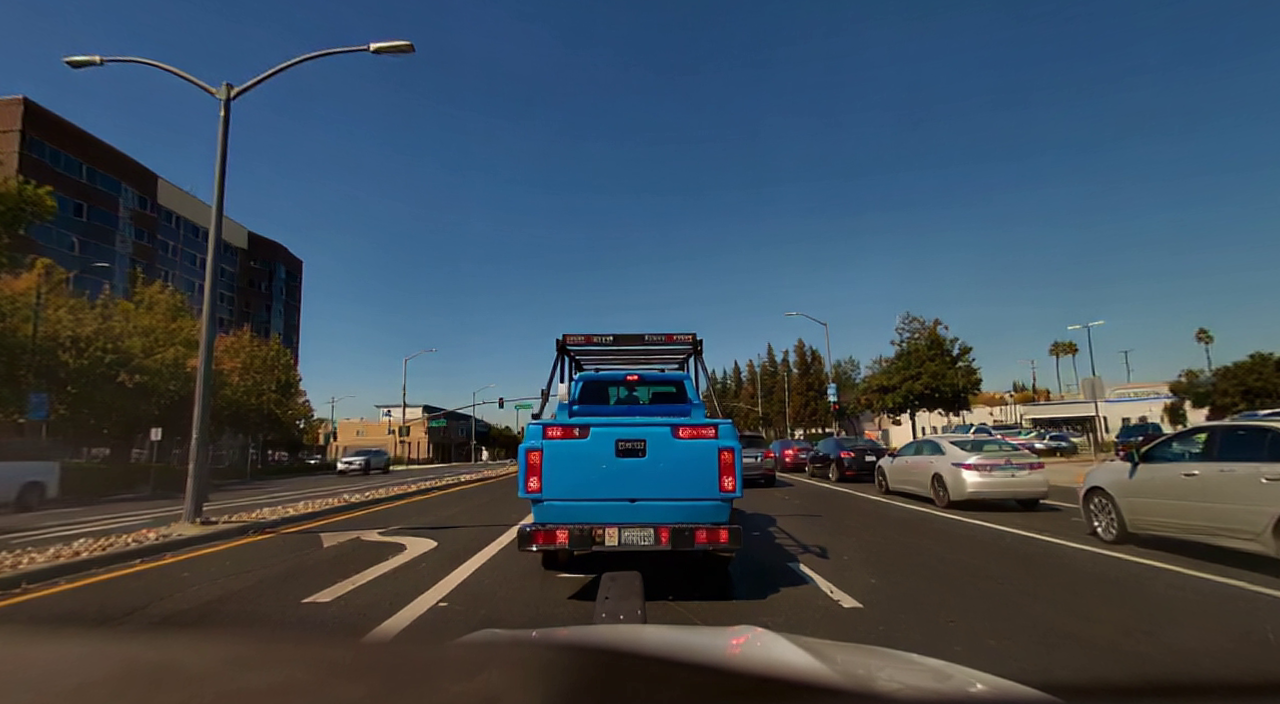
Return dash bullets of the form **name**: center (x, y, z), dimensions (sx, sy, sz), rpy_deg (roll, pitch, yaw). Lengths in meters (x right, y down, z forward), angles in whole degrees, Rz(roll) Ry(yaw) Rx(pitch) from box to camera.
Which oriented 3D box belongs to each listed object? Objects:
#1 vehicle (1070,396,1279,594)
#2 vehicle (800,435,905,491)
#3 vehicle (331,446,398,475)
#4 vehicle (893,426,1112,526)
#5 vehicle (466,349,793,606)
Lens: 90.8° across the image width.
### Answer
- **vehicle**: center (6.815, 1.361, 6.158), dimensions (2.023, 1.771, 4.488), rpy_deg (0, -9, 0)
- **vehicle**: center (7.065, 3.734, 21.585), dimensions (1.953, 1.665, 4.327), rpy_deg (0, -9, -2)
- **vehicle**: center (-19.540, 7.691, 45.134), dimensions (2.205, 1.916, 5.771), rpy_deg (0, -9, -1)
- **vehicle**: center (7.065, 2.440, 12.968), dimensions (1.931, 1.692, 4.267), rpy_deg (0, -9, 0)
- **vehicle**: center (-0.137, 1.449, 8.156), dimensions (2.682, 2.117, 5.706), rpy_deg (0, -9, -1)
